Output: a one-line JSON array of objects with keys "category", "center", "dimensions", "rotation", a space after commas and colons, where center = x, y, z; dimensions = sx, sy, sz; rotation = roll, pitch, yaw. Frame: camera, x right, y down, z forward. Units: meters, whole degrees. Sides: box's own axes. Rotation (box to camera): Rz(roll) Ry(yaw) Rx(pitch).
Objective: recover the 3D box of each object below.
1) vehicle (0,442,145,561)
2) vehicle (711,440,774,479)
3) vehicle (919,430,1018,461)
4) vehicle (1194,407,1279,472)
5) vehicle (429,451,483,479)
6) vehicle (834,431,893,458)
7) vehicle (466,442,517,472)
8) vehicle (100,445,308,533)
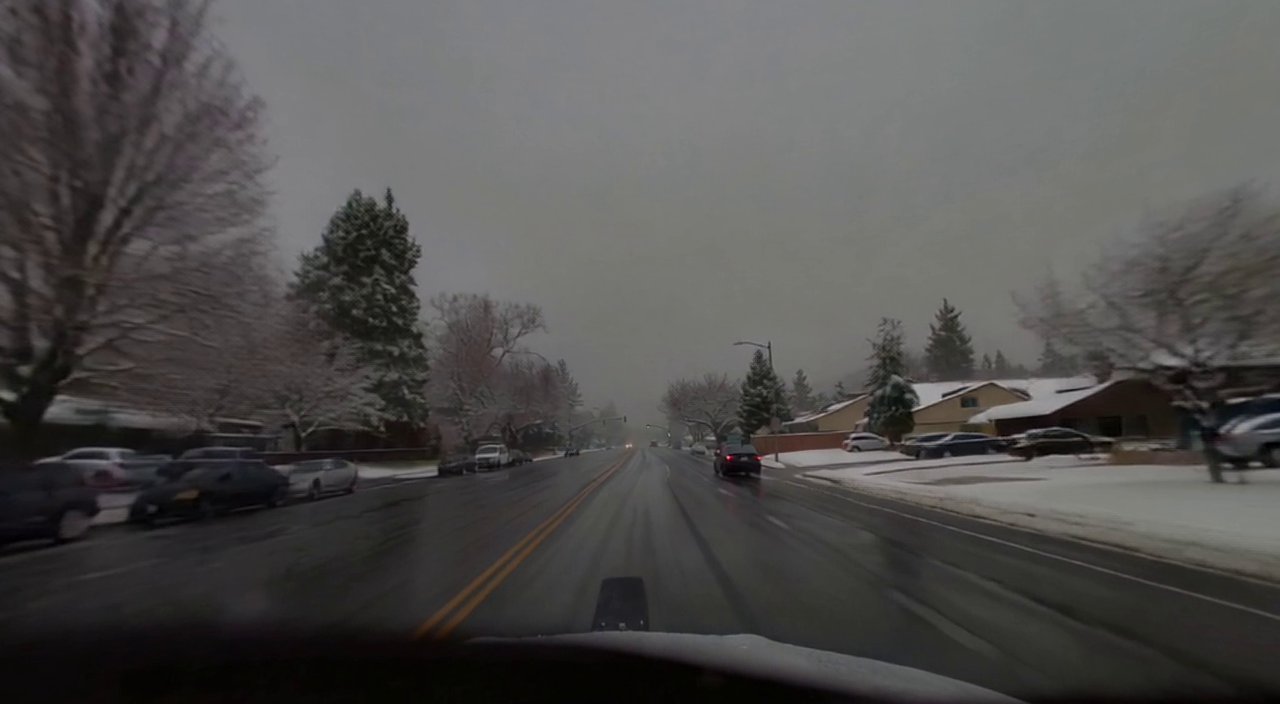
[{"category": "vehicle", "center": [-10.828, 2.434, 10.132], "dimensions": [2.083, 1.791, 4.585], "rotation": [-5, -8, -1]}, {"category": "vehicle", "center": [4.342, 4.625, 27.399], "dimensions": [1.956, 1.492, 4.425], "rotation": [0, -8, 0]}, {"category": "vehicle", "center": [17.419, 5.004, 33.608], "dimensions": [4.065, 1.557, 2.107], "rotation": [0, -9, -1]}, {"category": "vehicle", "center": [17.740, 2.572, 18.411], "dimensions": [2.155, 1.670, 4.506], "rotation": [-8, -11, 40]}, {"category": "vehicle", "center": [-10.725, 6.571, 36.984], "dimensions": [1.829, 1.441, 4.355], "rotation": [-1, -8, 0]}, {"category": "vehicle", "center": [15.582, 6.490, 44.206], "dimensions": [2.129, 1.699, 4.906], "rotation": [0, -8, -3]}, {"category": "vehicle", "center": [-10.718, 7.598, 45.946], "dimensions": [2.180, 1.953, 5.787], "rotation": [-1, -8, 1]}, {"category": "vehicle", "center": [-10.761, 3.343, 16.139], "dimensions": [2.231, 1.736, 4.630], "rotation": [-4, -8, -3]}]
